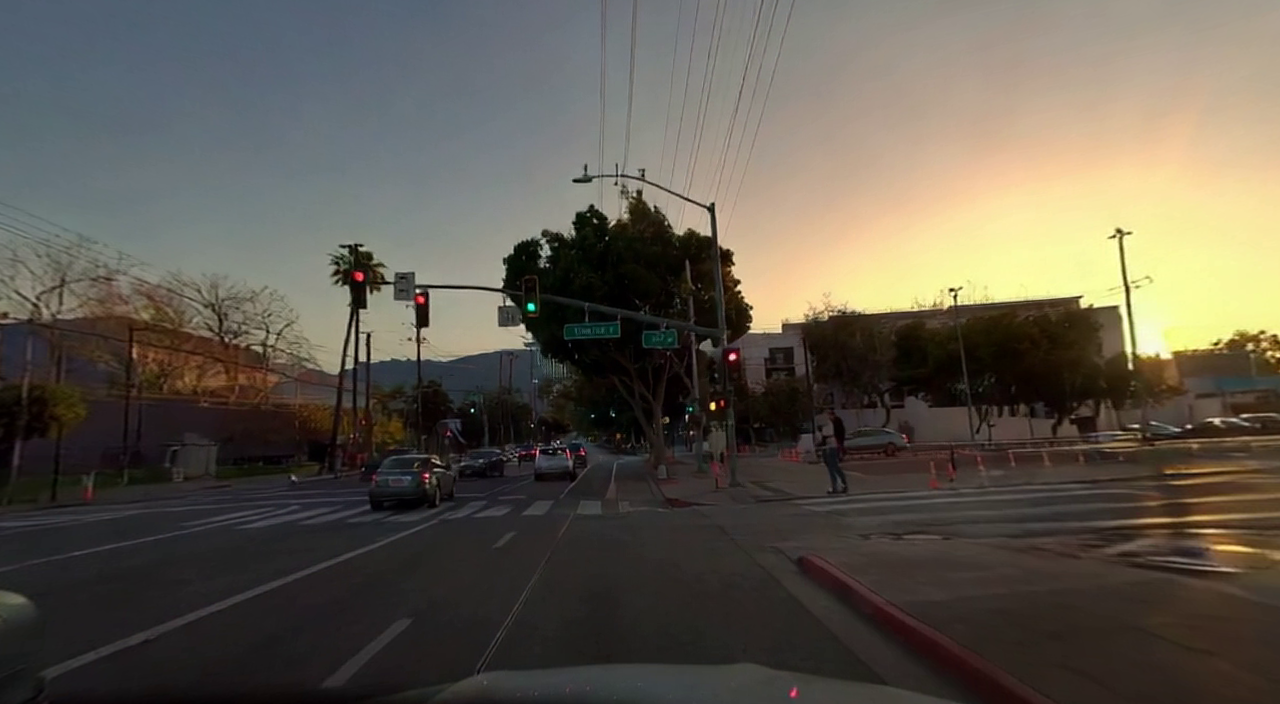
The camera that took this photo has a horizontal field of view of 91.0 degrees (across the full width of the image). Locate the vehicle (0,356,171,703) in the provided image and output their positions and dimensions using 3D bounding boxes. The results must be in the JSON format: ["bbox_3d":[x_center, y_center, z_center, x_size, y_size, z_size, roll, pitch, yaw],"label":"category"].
[{"bbox_3d":[-3.413,0.635,0.866,2.042,1.673,4.516,0,-9,0],"label":"vehicle"}]

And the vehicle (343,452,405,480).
[{"bbox_3d":[-16.390,7.033,39.052,2.000,1.527,4.786,0,-9,-4],"label":"vehicle"}]

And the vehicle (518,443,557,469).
[{"bbox_3d":[-6.946,7.095,42.935,2.012,1.664,3.917,0,-9,0],"label":"vehicle"}]

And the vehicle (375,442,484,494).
[{"bbox_3d":[-6.652,3.703,20.503,1.960,1.479,4.654,0,-9,0],"label":"vehicle"}]

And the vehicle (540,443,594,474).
[{"bbox_3d":[-3.667,5.428,32.311,2.147,1.472,4.406,0,-9,1],"label":"vehicle"}]
